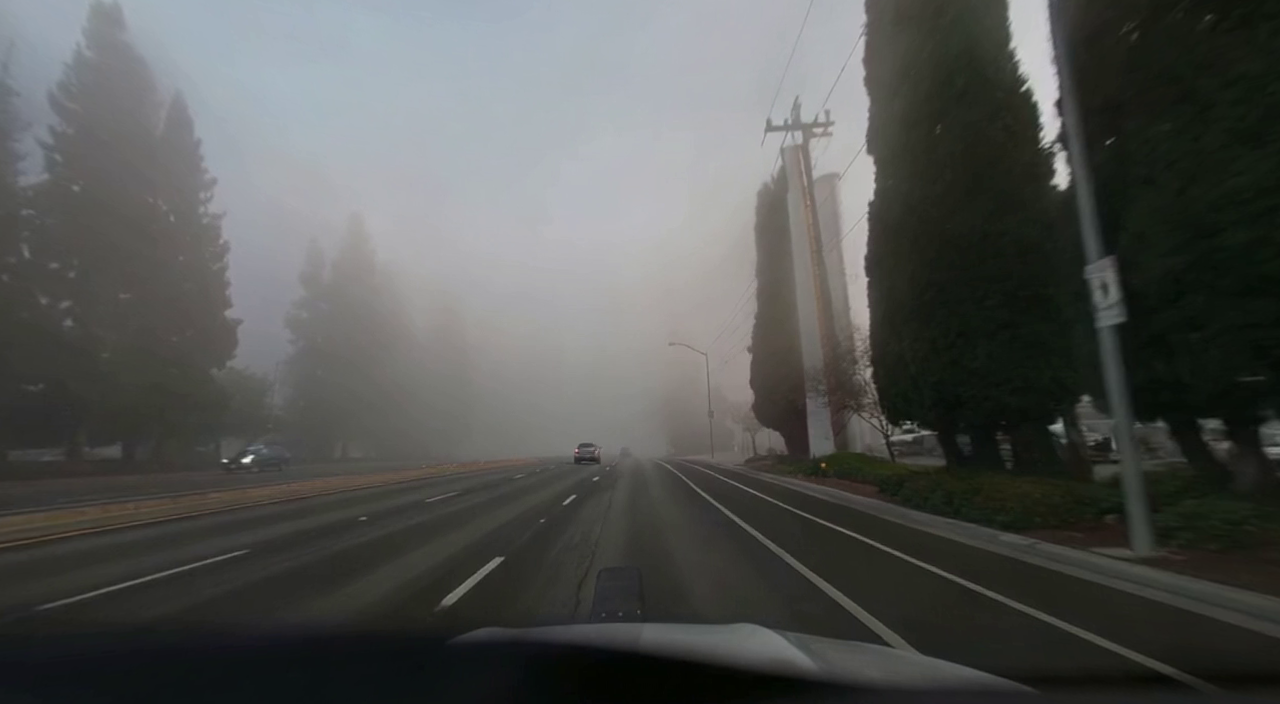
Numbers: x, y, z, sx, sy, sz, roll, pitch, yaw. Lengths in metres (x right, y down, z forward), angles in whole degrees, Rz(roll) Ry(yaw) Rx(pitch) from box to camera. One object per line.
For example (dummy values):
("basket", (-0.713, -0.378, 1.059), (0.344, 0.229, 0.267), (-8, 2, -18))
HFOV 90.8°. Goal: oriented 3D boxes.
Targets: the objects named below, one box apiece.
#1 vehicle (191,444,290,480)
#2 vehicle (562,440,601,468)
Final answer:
("vehicle", (-21.314, 5.856, 33.999), (2.066, 1.794, 4.786), (0, -8, 1))
("vehicle", (-3.708, 6.522, 40.564), (2.121, 1.654, 3.993), (0, -8, 0))
